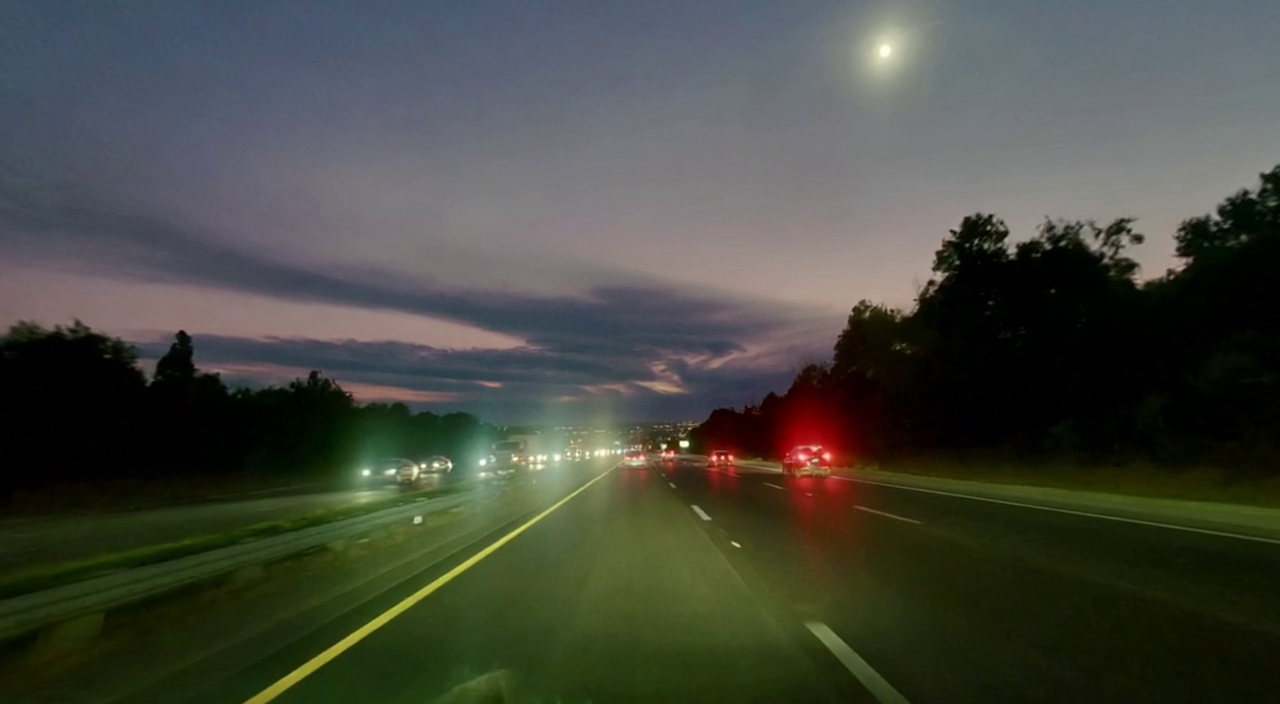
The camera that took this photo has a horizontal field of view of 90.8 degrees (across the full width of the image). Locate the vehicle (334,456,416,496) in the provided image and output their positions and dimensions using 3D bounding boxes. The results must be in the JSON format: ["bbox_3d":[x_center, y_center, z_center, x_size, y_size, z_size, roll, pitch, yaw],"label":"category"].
[{"bbox_3d":[-12.166,5.681,29.282,1.996,1.632,4.083,0,-9,0],"label":"vehicle"}]

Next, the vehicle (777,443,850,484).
[{"bbox_3d":[7.247,4.667,26.697,1.903,1.566,3.866,0,-9,-1],"label":"vehicle"}]

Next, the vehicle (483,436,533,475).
[{"bbox_3d":[-8.922,7.046,43.233,2.207,2.457,5.719,0,-9,0],"label":"vehicle"}]

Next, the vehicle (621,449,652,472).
[{"bbox_3d":[-0.214,7.341,42.910,2.021,1.507,4.272,0,-9,0],"label":"vehicle"}]
